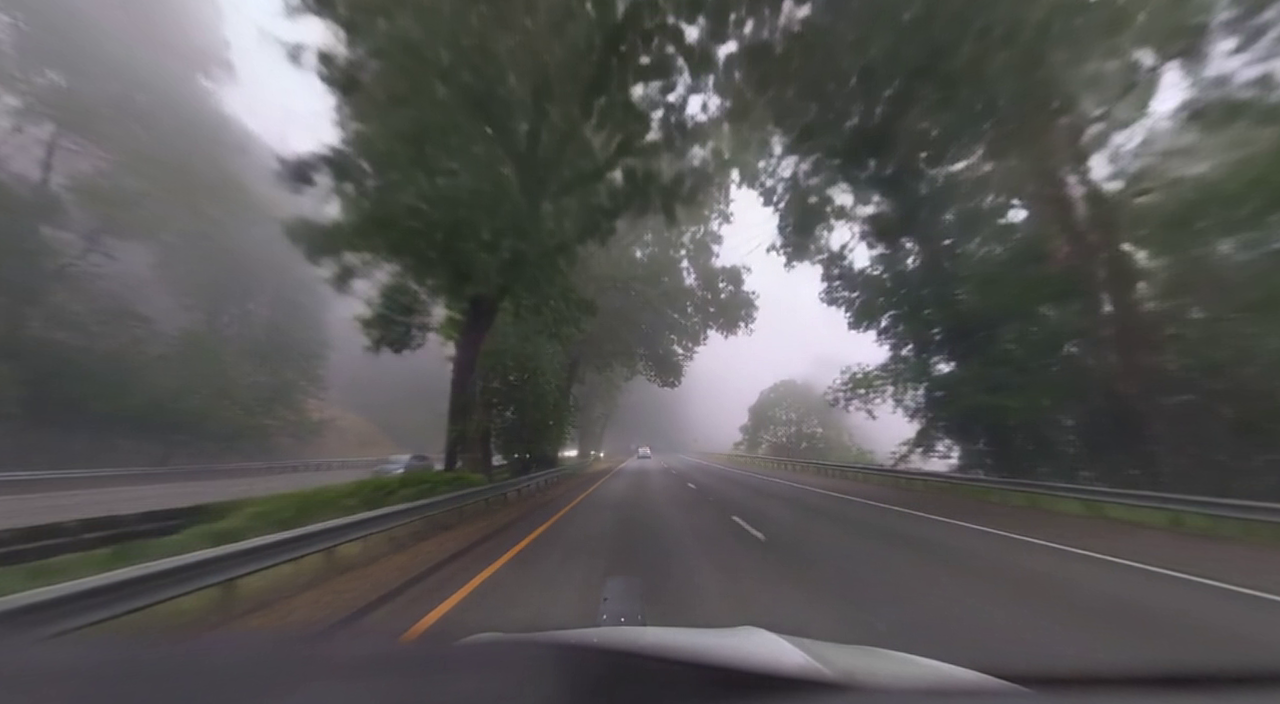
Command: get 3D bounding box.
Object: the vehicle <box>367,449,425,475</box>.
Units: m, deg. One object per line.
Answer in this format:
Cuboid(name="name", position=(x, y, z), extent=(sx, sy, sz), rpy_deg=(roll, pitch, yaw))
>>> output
Cuboid(name="vehicle", position=(-15.212, 6.873, 39.507), extent=(1.922, 1.539, 4.090), rpy_deg=(0, -9, 1))
